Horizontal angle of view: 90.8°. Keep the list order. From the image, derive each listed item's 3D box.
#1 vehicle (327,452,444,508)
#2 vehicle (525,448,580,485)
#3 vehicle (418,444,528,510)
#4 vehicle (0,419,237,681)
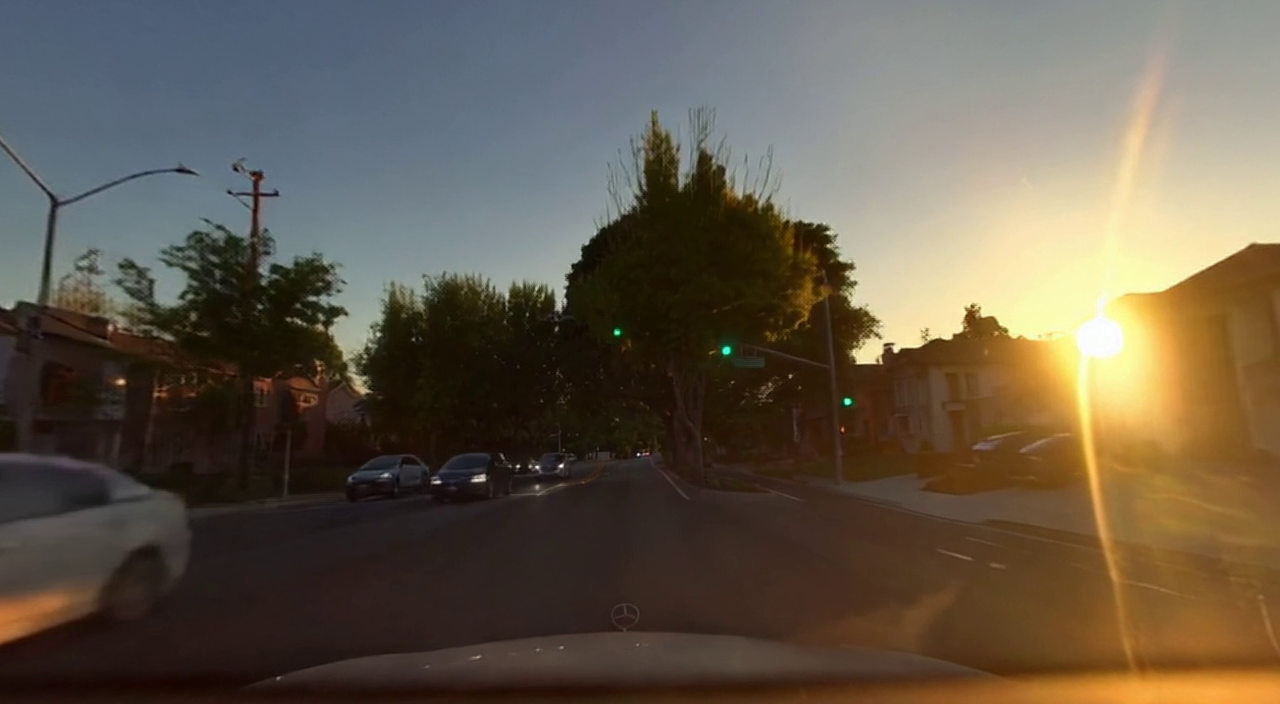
[{"bbox_3d":[-8.087,4.064,20.537,1.994,1.542,4.184,0,-8,1],"label":"vehicle"},{"bbox_3d":[-4.440,5.876,32.736,2.095,1.731,4.462,0,-8,1],"label":"vehicle"},{"bbox_3d":[-4.603,3.474,18.104,1.999,1.652,3.962,0,-8,1],"label":"vehicle"},{"bbox_3d":[-4.615,1.110,3.492,2.003,1.462,4.220,0,-8,-1],"label":"vehicle"}]
